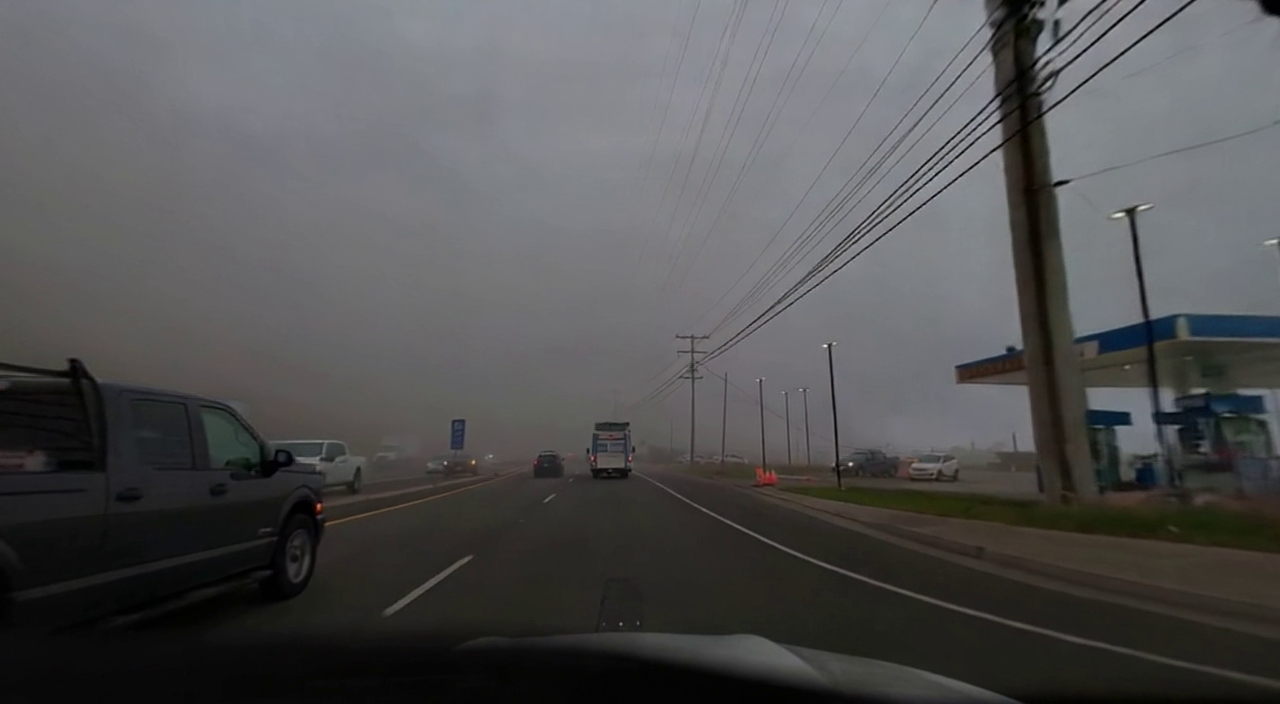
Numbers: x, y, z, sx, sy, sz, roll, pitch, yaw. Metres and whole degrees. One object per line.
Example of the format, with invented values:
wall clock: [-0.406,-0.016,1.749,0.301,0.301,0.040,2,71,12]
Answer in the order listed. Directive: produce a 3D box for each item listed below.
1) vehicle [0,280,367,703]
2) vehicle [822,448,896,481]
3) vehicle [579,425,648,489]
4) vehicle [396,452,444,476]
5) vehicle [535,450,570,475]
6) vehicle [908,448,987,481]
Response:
vehicle: [-3.815,0.817,3.215,2.345,2.012,5.693,0,-9,-1]
vehicle: [14.031,7.106,40.323,5.331,1.917,2.166,8,-12,-43]
vehicle: [-1.085,4.211,25.556,2.486,2.280,5.291,0,-9,-3]
vehicle: [-15.038,7.644,43.342,1.993,1.455,3.967,0,-9,-3]
vehicle: [-5.637,7.172,41.172,1.972,1.496,4.150,1,-9,-4]
vehicle: [18.821,6.805,38.586,5.424,1.844,2.255,7,-11,-40]
